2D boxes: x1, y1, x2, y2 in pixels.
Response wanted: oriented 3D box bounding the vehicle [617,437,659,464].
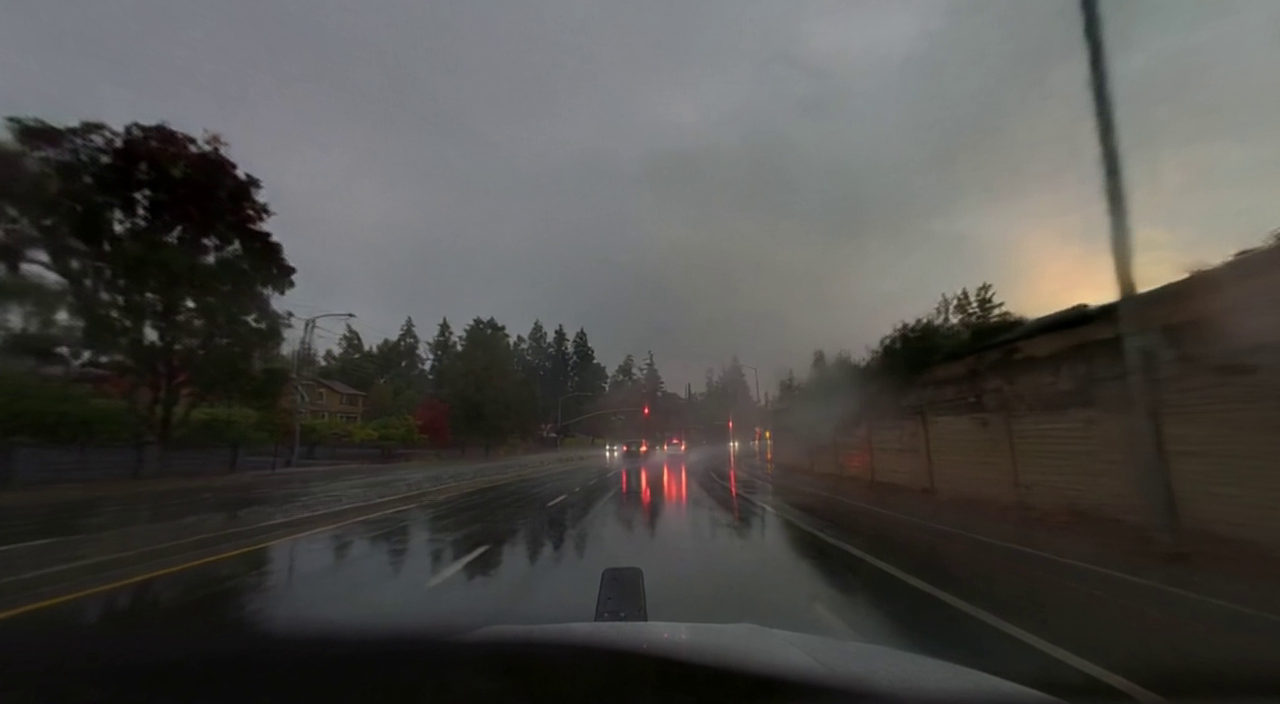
[{"bbox_3d":[-0.083,6.852,43.743,2.152,1.822,4.391,-2,-9,11],"label":"vehicle"}]
